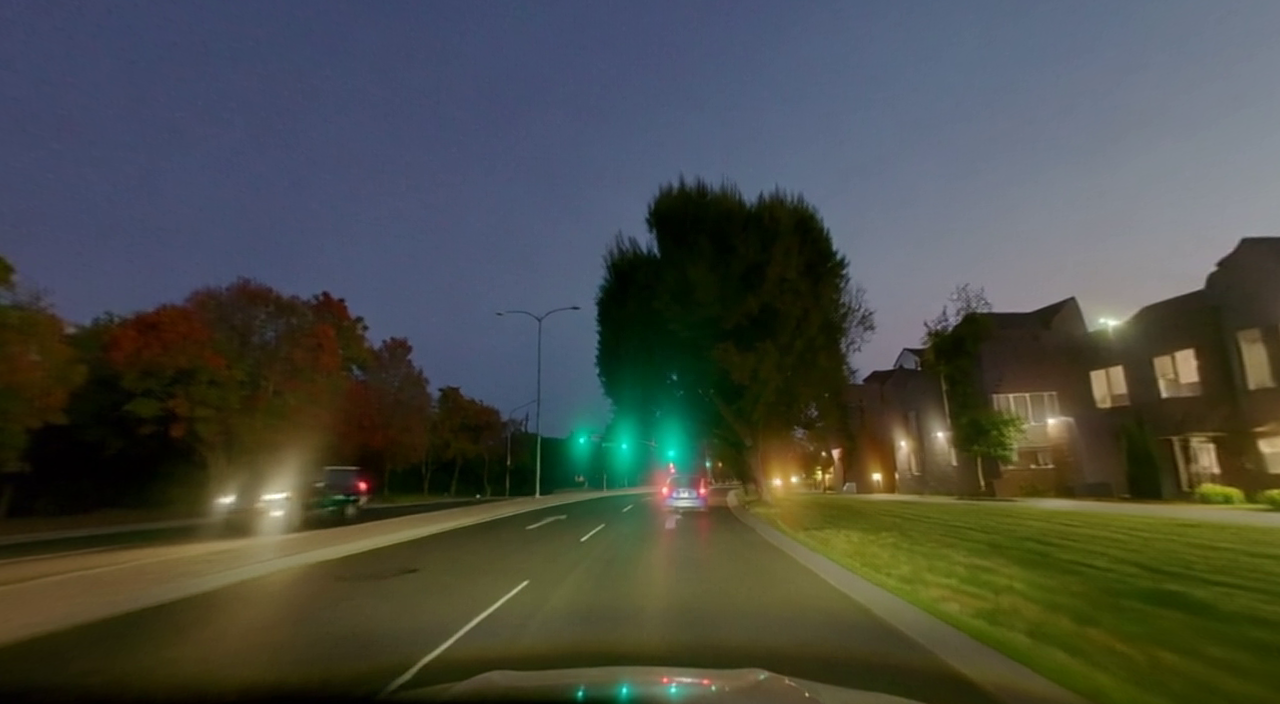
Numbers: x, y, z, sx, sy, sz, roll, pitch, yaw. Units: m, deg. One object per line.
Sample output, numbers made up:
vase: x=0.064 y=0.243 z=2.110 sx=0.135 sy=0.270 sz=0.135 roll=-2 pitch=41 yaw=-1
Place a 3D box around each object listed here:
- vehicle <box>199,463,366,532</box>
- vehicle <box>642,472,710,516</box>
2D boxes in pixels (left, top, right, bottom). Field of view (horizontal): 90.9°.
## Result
vehicle: x=-10.728 y=4.375 z=19.451 sx=2.066 sy=1.744 sz=4.771 roll=-4 pitch=-11 yaw=5
vehicle: x=1.385 y=4.824 z=21.803 sx=1.972 sy=1.250 sz=5.282 roll=-1 pitch=-11 yaw=7
